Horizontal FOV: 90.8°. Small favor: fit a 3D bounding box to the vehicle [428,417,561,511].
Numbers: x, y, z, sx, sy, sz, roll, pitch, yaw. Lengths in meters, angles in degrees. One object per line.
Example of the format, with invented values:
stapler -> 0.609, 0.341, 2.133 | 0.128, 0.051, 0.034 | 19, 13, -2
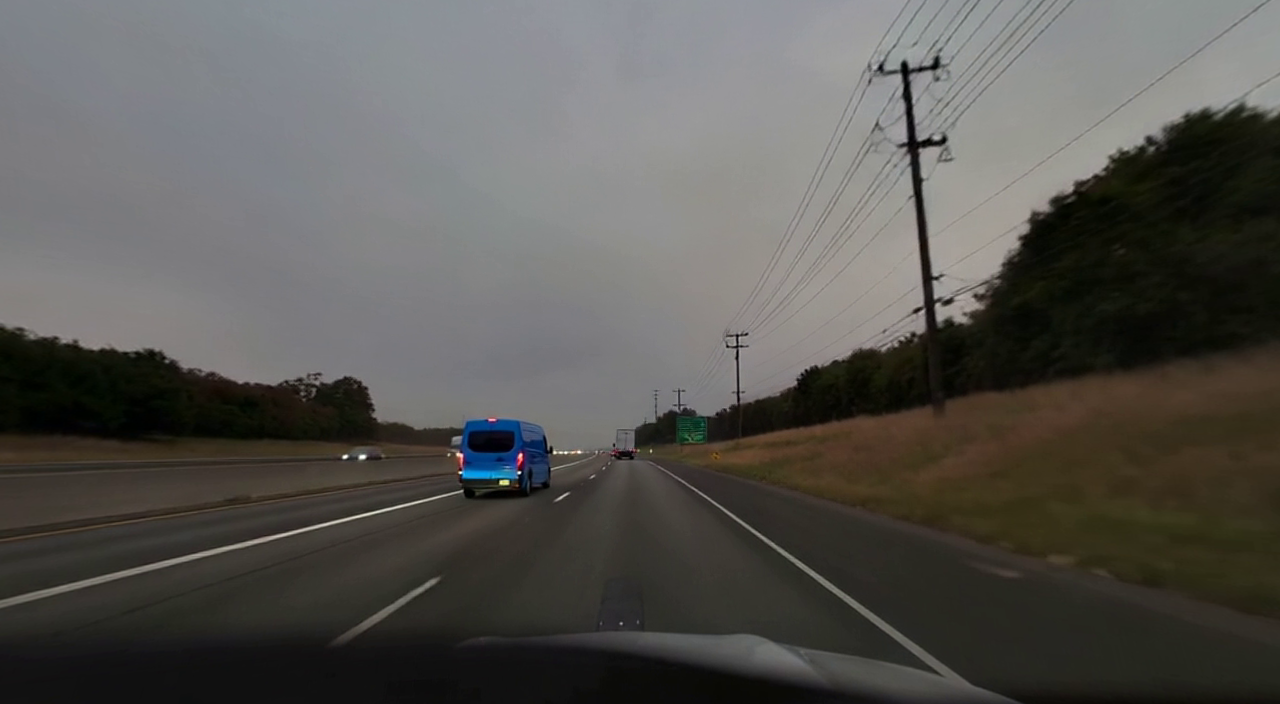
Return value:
vehicle -> -3.444, 2.804, 16.193 | 2.197, 2.011, 5.130 | 0, -9, 0
